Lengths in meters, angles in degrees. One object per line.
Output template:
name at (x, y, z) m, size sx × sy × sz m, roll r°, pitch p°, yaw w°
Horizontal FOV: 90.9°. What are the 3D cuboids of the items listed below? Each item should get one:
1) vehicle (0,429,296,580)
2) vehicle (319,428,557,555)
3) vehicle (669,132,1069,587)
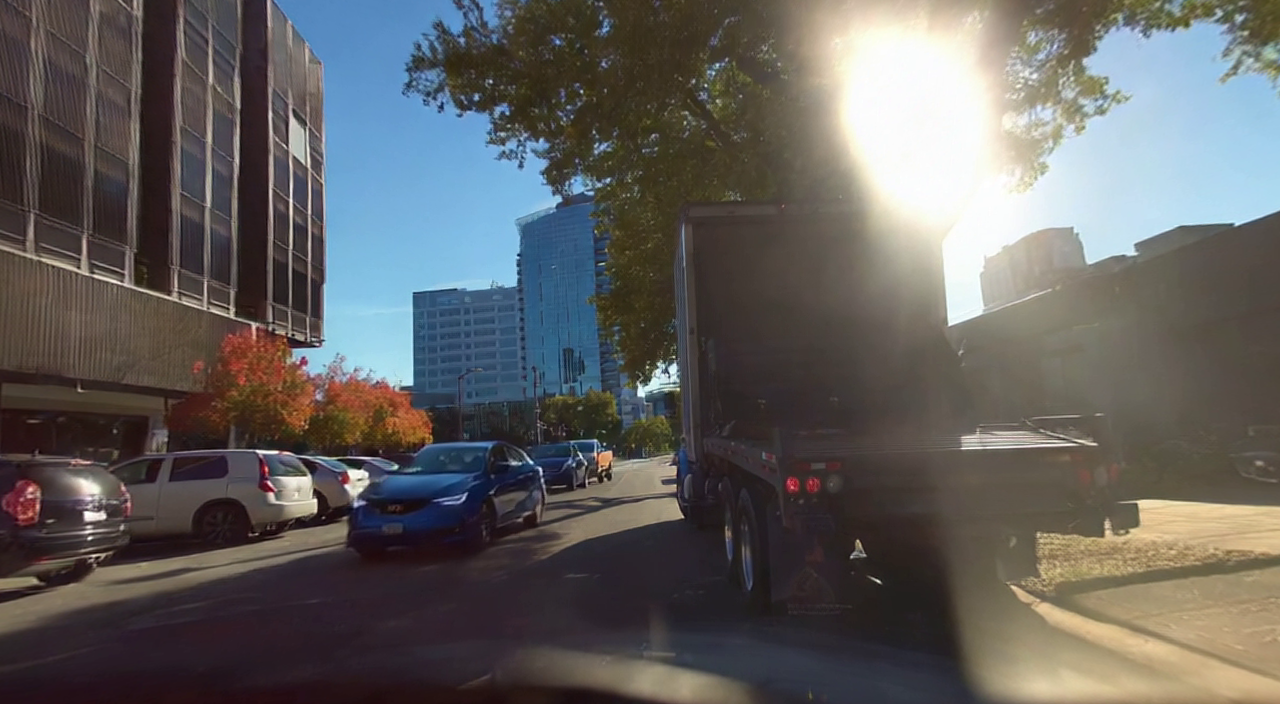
vehicle at (-8.161, 2.101, 9.228) m, size 5.022 × 1.872 × 2.137 m, roll 7°, pitch -11°, yaw -41°
vehicle at (-2.833, 2.061, 10.105) m, size 2.183 × 1.563 × 4.257 m, roll 0°, pitch -8°, yaw 3°
vehicle at (2.532, 0.818, 11.392) m, size 3.320 × 4.034 × 11.553 m, roll -1°, pitch -8°, yaw 6°
